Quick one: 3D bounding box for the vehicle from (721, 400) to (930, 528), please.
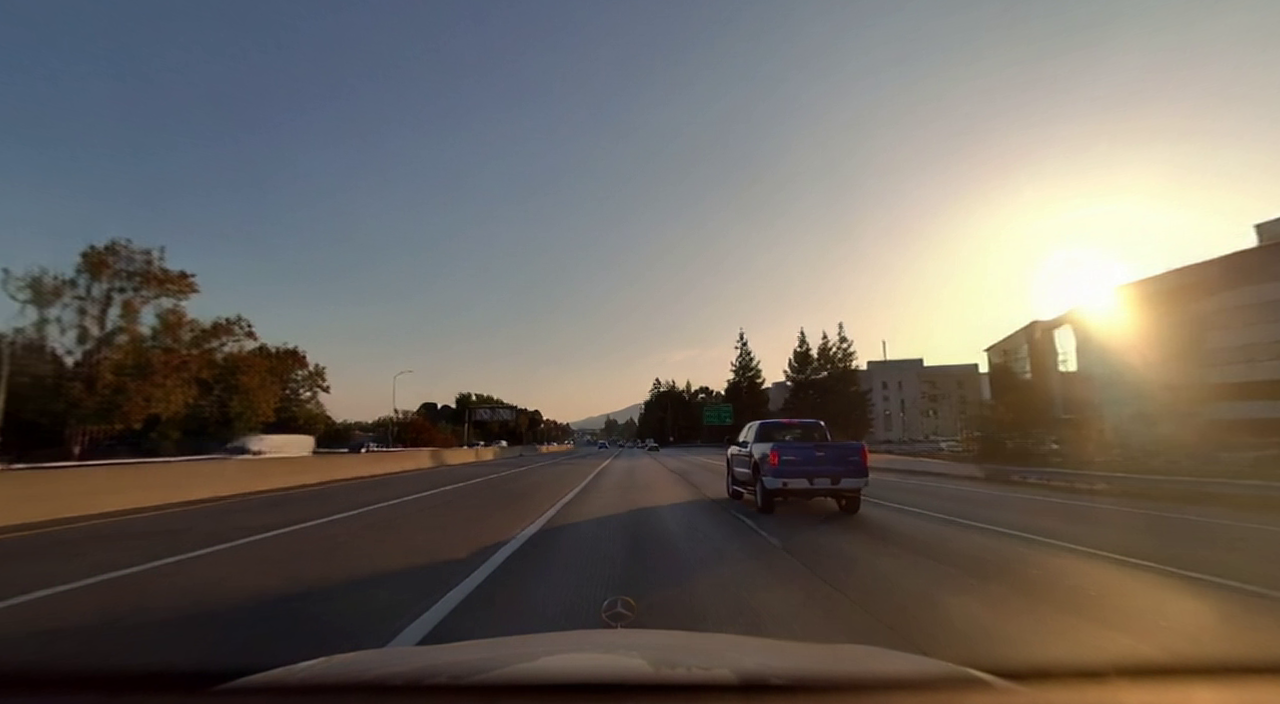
[{"bbox_3d":[3.197,2.092,12.273,2.462,1.984,4.718,0,-9,-2],"label":"vehicle"}]

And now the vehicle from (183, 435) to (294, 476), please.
[{"bbox_3d":[-19.149,4.968,30.501,2.101,1.768,4.942,0,-9,0],"label":"vehicle"}]
